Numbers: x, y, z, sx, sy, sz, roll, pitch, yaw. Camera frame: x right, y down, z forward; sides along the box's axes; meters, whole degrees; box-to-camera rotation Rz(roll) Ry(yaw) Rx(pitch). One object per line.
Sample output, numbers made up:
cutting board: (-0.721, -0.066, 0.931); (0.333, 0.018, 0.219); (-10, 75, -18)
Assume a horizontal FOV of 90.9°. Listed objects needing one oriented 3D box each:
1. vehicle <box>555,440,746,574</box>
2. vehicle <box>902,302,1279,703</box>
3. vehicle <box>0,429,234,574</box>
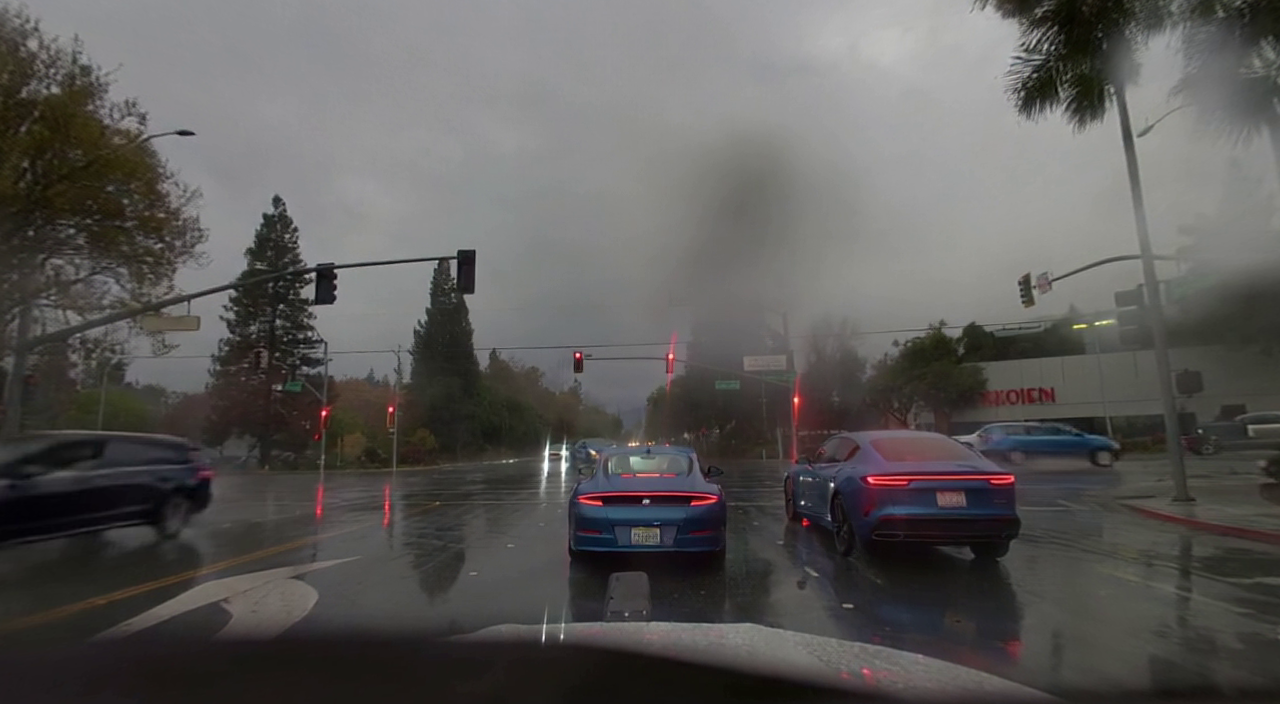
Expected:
vehicle: (0.120, 1.872, 8.390); (1.945, 1.343, 3.827); (0, -8, 1)
vehicle: (3.102, 0.808, 2.530); (2.143, 1.759, 4.531); (0, -8, 0)
vehicle: (-8.382, 1.958, 8.818); (2.091, 1.651, 4.870); (0, -8, 1)
